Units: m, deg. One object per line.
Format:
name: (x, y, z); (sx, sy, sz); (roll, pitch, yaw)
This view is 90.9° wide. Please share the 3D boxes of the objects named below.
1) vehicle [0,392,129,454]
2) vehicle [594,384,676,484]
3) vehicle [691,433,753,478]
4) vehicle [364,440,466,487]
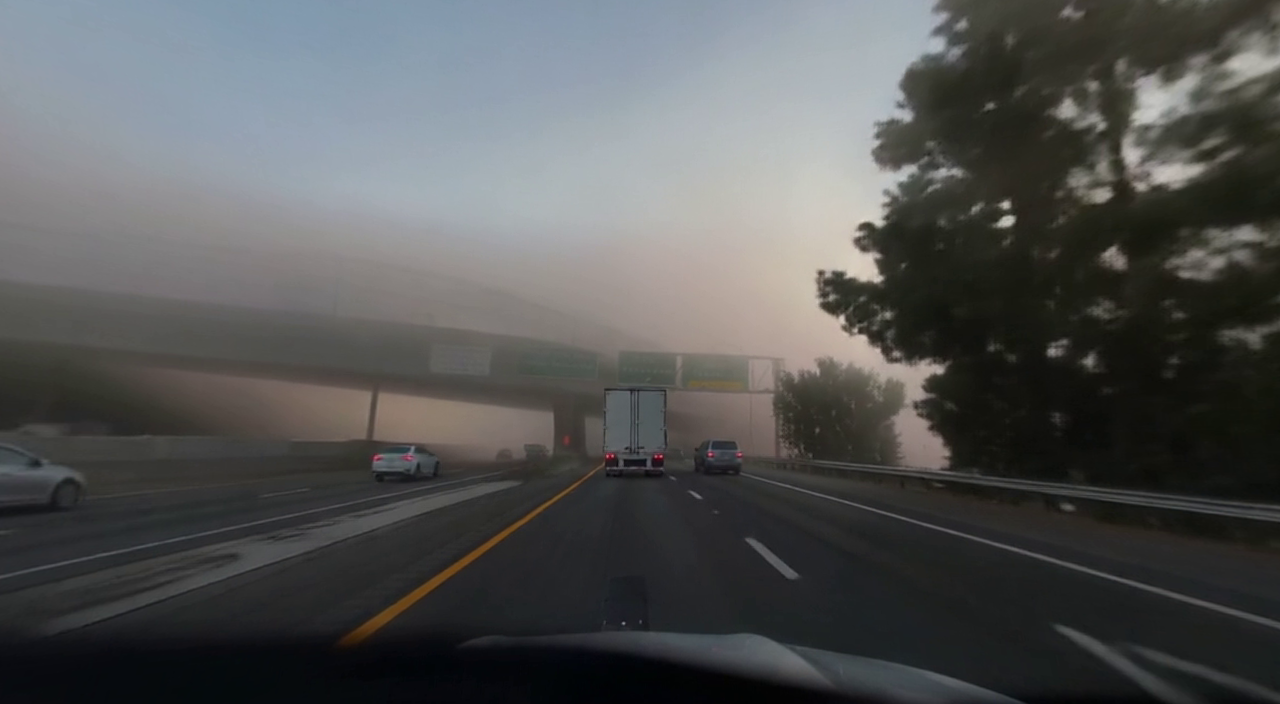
vehicle: (-42.738, 4.998, 43.235); (2.867, 3.957, 16.267); (0, -9, -4)
vehicle: (-0.254, 3.741, 28.132); (2.916, 3.584, 10.841); (0, -9, -1)
vehicle: (3.816, 4.964, 30.378); (2.174, 1.968, 5.016); (0, -9, -1)
vehicle: (-8.009, 4.005, 22.985); (2.057, 1.506, 4.829); (0, -9, -2)
